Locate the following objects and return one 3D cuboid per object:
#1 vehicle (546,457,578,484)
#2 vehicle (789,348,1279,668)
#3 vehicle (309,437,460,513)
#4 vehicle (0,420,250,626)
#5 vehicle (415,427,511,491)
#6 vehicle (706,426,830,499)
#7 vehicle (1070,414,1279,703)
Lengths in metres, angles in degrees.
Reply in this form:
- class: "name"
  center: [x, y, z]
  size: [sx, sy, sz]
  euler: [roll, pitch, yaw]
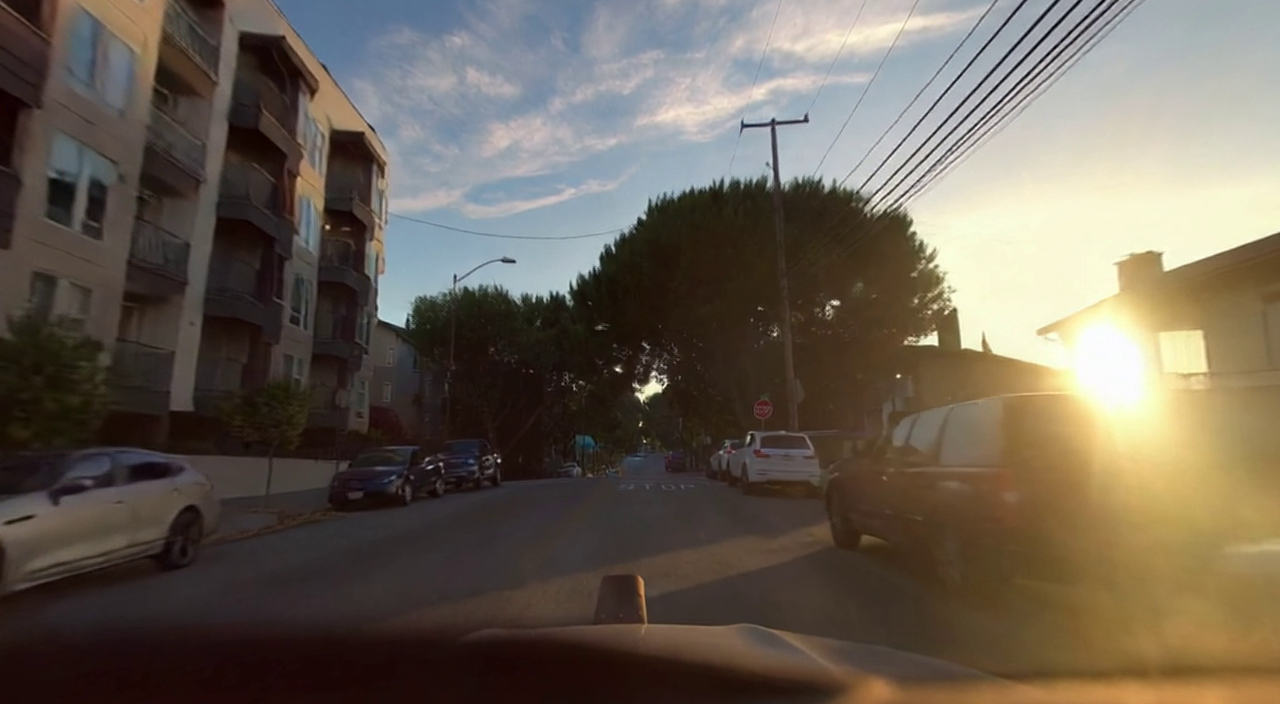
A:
- class: "vehicle"
  center: [-5.946, 9.103, 48.777]
  size: [1.987, 1.662, 4.141]
  euler: [-2, -7, -1]
- class: "vehicle"
  center: [3.294, 1.288, 6.416]
  size: [2.082, 1.902, 5.122]
  euler: [0, -8, -3]
- class: "vehicle"
  center: [-6.355, 3.075, 16.365]
  size: [2.069, 1.647, 4.359]
  euler: [-1, -8, 0]
- class: "vehicle"
  center: [-6.337, 1.598, 6.427]
  size: [1.947, 1.707, 4.352]
  euler: [0, -8, 0]
- class: "vehicle"
  center: [-6.120, 3.845, 22.545]
  size: [2.076, 1.913, 5.060]
  euler: [-2, -10, -1]
- class: "vehicle"
  center: [3.294, 2.965, 17.373]
  size: [2.154, 1.699, 4.591]
  euler: [0, -8, -4]
- class: "vehicle"
  center: [3.592, 0.832, 1.398]
  size: [1.925, 1.489, 4.655]
  euler: [0, -8, -1]
